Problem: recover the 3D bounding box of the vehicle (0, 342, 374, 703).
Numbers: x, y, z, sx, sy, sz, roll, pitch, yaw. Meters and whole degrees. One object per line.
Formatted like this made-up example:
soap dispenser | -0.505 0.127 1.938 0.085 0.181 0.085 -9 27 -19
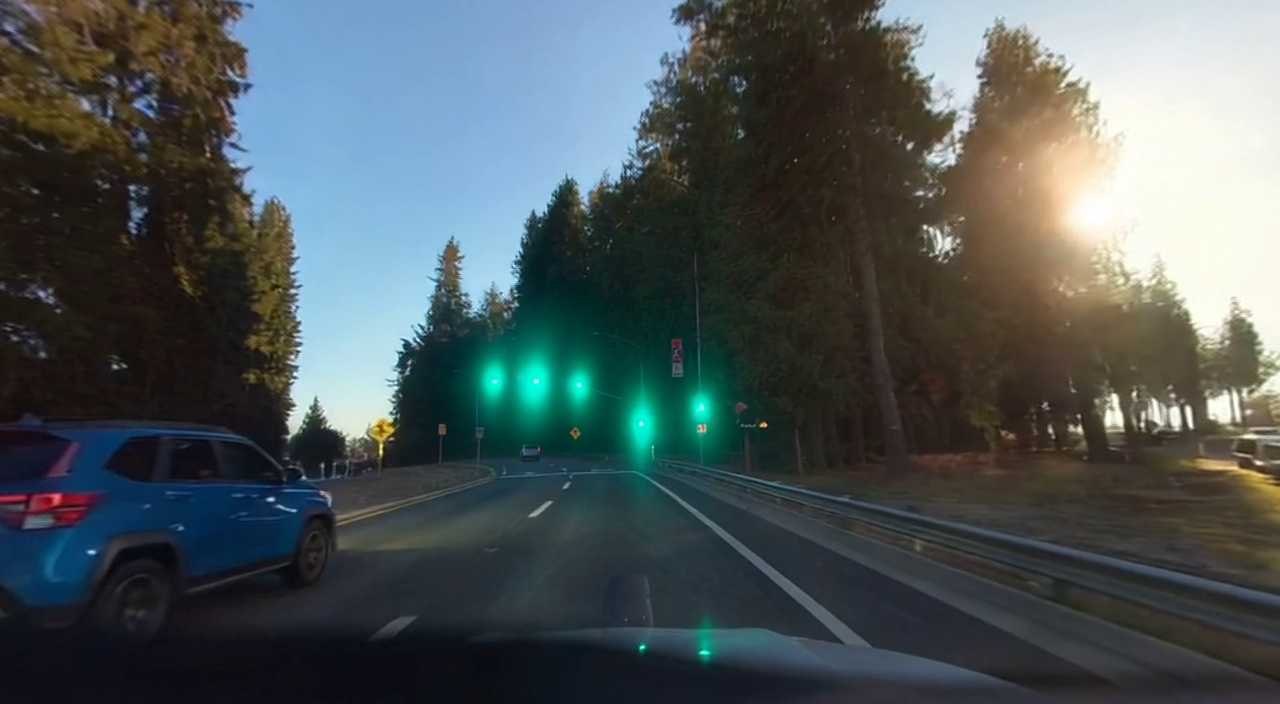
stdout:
vehicle | -4.204 1.153 4.715 2.336 1.857 4.986 0 -8 -1
